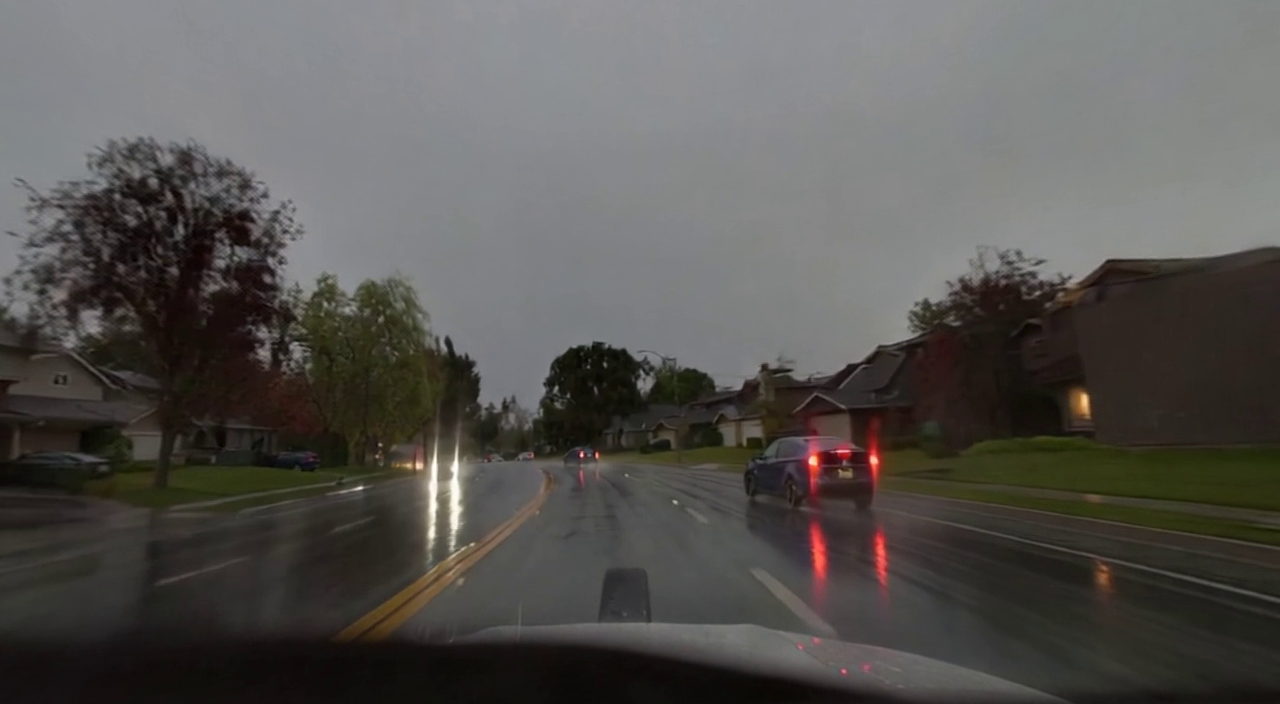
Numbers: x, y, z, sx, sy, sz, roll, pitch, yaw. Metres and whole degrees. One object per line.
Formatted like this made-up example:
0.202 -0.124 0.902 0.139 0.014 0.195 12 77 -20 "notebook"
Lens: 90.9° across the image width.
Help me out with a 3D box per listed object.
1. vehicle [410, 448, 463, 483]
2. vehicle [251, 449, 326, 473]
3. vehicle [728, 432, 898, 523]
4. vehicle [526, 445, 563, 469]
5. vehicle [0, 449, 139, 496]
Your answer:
-10.738 5.971 33.582 2.091 1.700 4.438 1 -9 -11 "vehicle"
-26.063 8.029 46.796 4.477 1.631 1.893 8 -12 -43 "vehicle"
3.240 2.440 12.837 1.934 1.506 4.282 0 -9 -5 "vehicle"
-7.104 7.722 46.591 2.106 1.667 4.367 2 -9 -16 "vehicle"
-20.757 4.226 22.180 4.670 1.533 1.904 -1 -9 3 "vehicle"
